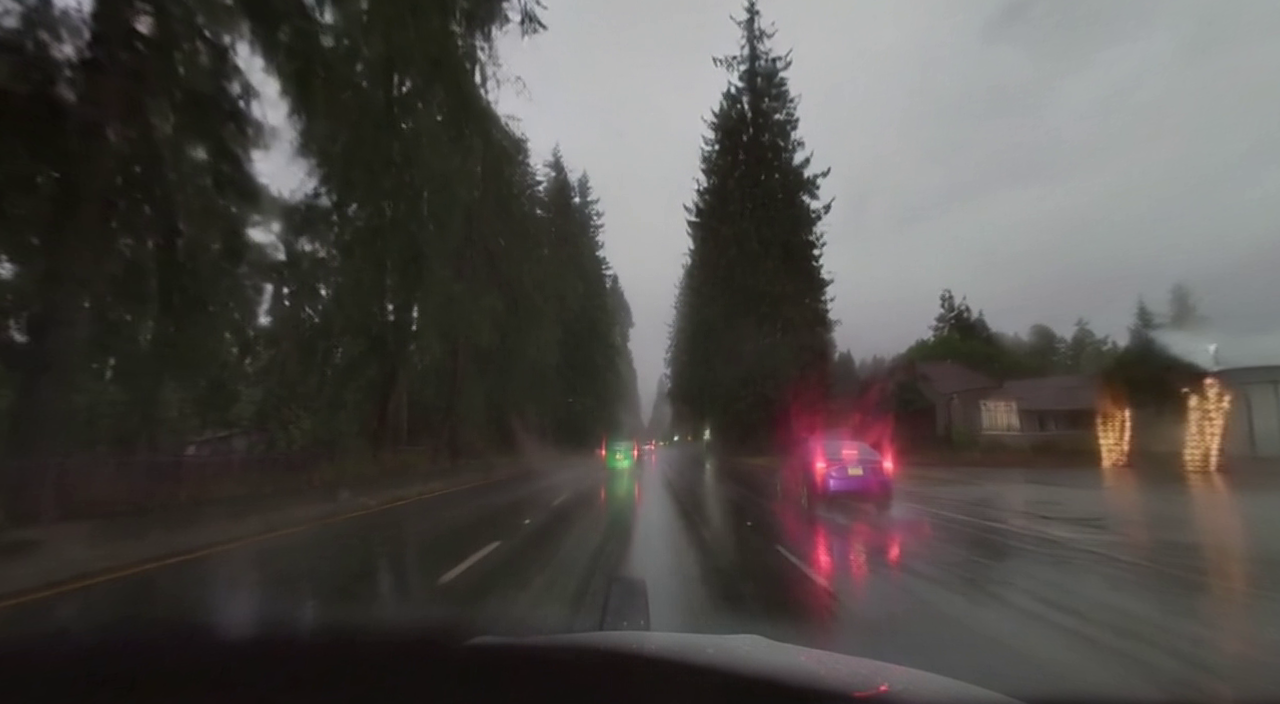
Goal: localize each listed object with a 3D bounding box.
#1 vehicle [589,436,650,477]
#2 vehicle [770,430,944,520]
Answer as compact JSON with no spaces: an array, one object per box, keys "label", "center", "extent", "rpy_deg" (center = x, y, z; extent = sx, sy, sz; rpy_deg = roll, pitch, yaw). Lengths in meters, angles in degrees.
[{"label":"vehicle","center":[-0.779,4.372,26.854],"extent":[2.206,1.525,4.695],"rpy_deg":[-1,-8,2]},{"label":"vehicle","center":[4.151,2.392,12.989],"extent":[1.943,1.471,4.515],"rpy_deg":[-1,-8,0]}]
